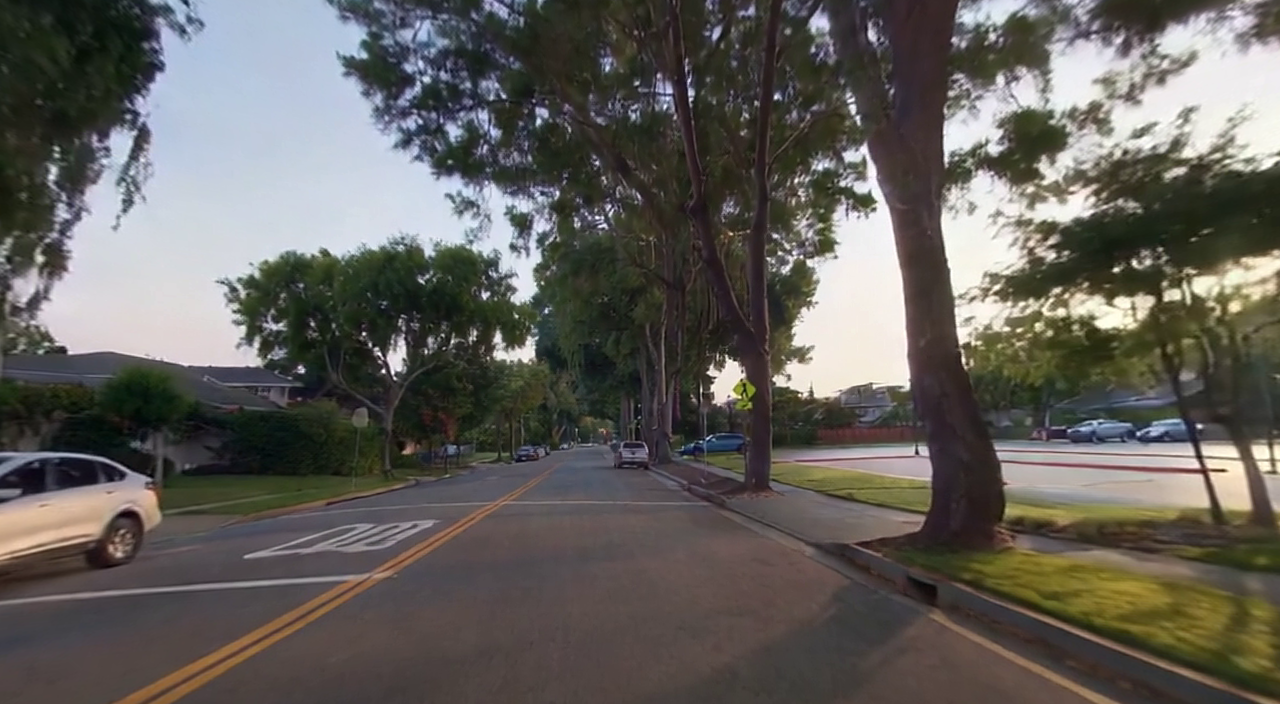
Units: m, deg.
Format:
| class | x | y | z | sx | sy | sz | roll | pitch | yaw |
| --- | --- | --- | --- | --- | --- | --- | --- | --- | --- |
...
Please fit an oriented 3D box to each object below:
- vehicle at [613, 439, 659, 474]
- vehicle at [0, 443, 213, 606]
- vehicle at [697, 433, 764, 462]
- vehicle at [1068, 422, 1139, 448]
| class | x | y | z | sx | sy | sz | roll | pitch | yaw |
| --- | --- | --- | --- | --- | --- | --- | --- | --- | --- |
| vehicle | -0.294 | 5.733 | 34.865 | 2.204 | 1.776 | 4.262 | 1 | -9 | -5 |
| vehicle | -7.308 | 1.832 | 7.107 | 2.065 | 1.555 | 4.569 | -1 | -8 | -4 |
| vehicle | 6.363 | 6.634 | 44.210 | 4.390 | 1.696 | 1.954 | 1 | -8 | -35 |
| vehicle | 30.884 | 5.554 | 42.042 | 4.481 | 1.634 | 1.973 | 5 | -10 | -29 |
